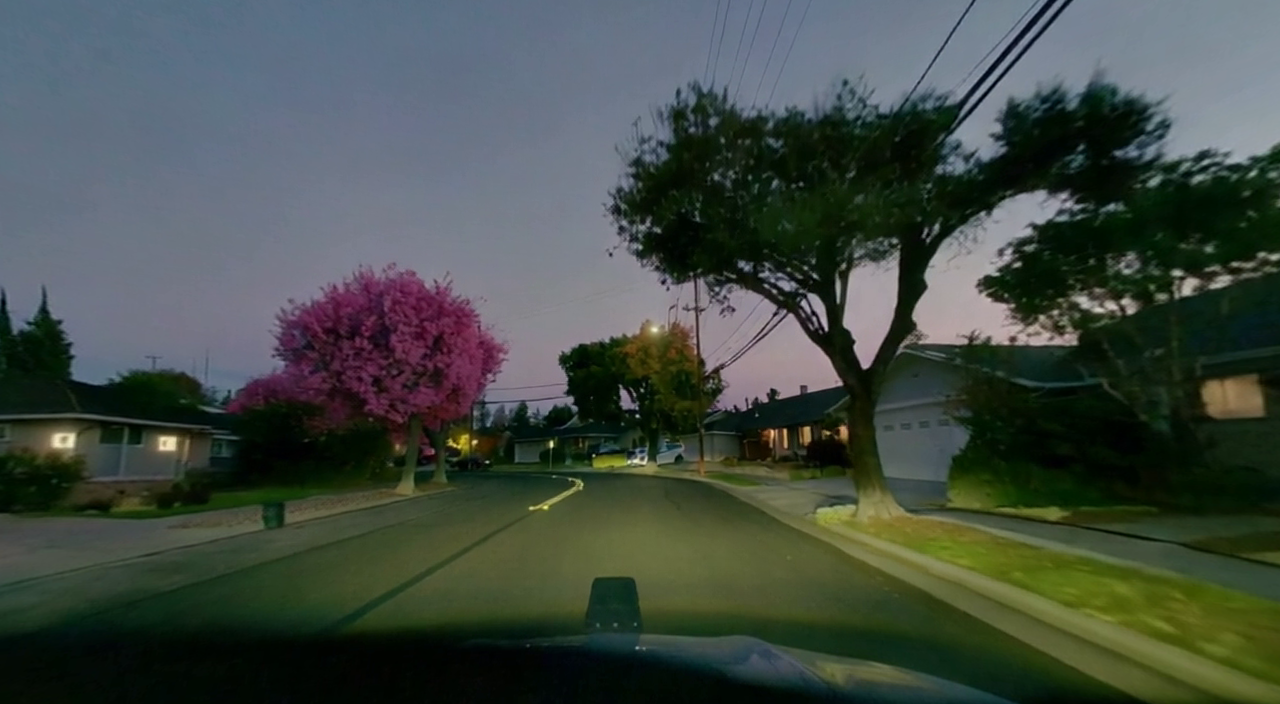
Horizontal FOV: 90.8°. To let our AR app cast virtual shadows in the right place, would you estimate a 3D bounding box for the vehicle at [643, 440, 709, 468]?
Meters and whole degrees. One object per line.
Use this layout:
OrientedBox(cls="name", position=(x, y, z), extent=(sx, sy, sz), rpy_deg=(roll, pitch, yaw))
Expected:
OrientedBox(cls="vehicle", position=(2.704, 7.611, 47.461), extent=(4.459, 1.738, 1.930), rpy_deg=(0, -8, -28))
